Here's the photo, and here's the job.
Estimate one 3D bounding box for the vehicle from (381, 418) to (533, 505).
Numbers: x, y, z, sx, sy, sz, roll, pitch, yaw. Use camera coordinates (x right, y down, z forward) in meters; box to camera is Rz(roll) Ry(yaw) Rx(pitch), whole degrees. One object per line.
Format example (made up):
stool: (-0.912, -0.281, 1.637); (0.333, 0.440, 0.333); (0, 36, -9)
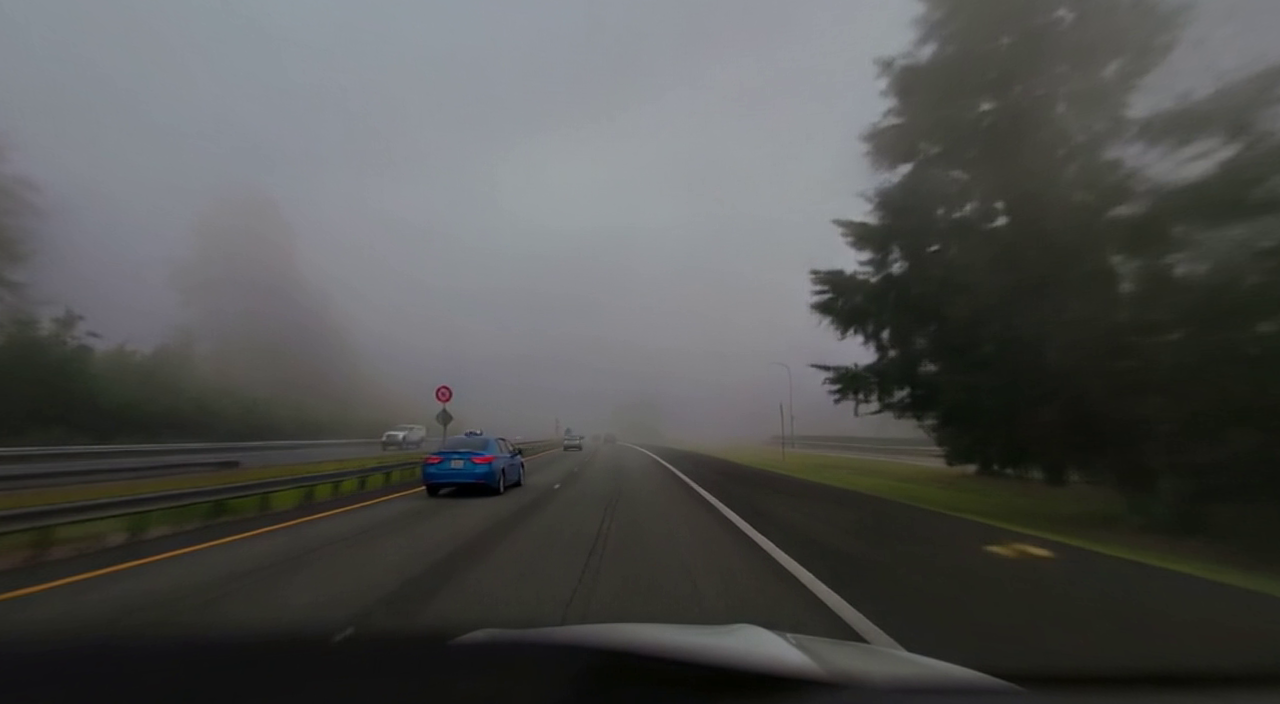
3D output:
vehicle: (-3.823, 2.372, 14.161); (2.047, 1.612, 4.631); (0, -8, 0)

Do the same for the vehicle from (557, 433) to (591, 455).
vehicle: (-4.289, 6.011, 41.338); (1.874, 1.369, 3.875); (0, -8, -1)
